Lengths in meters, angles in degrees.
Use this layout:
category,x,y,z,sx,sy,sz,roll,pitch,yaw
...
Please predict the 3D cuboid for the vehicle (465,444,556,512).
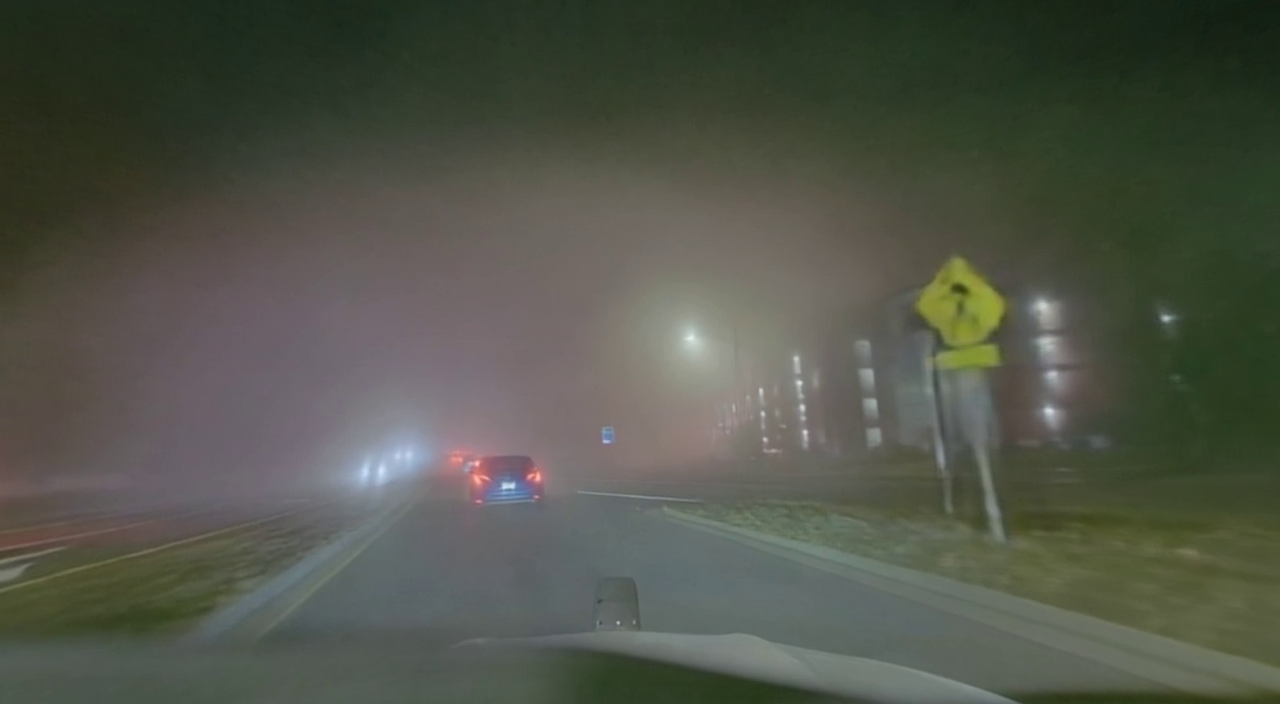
category,x,y,z,sx,sy,sz,roll,pitch,yaw
vehicle,-3.491,3.211,16.410,2.014,1.525,3.670,2,-9,-16
